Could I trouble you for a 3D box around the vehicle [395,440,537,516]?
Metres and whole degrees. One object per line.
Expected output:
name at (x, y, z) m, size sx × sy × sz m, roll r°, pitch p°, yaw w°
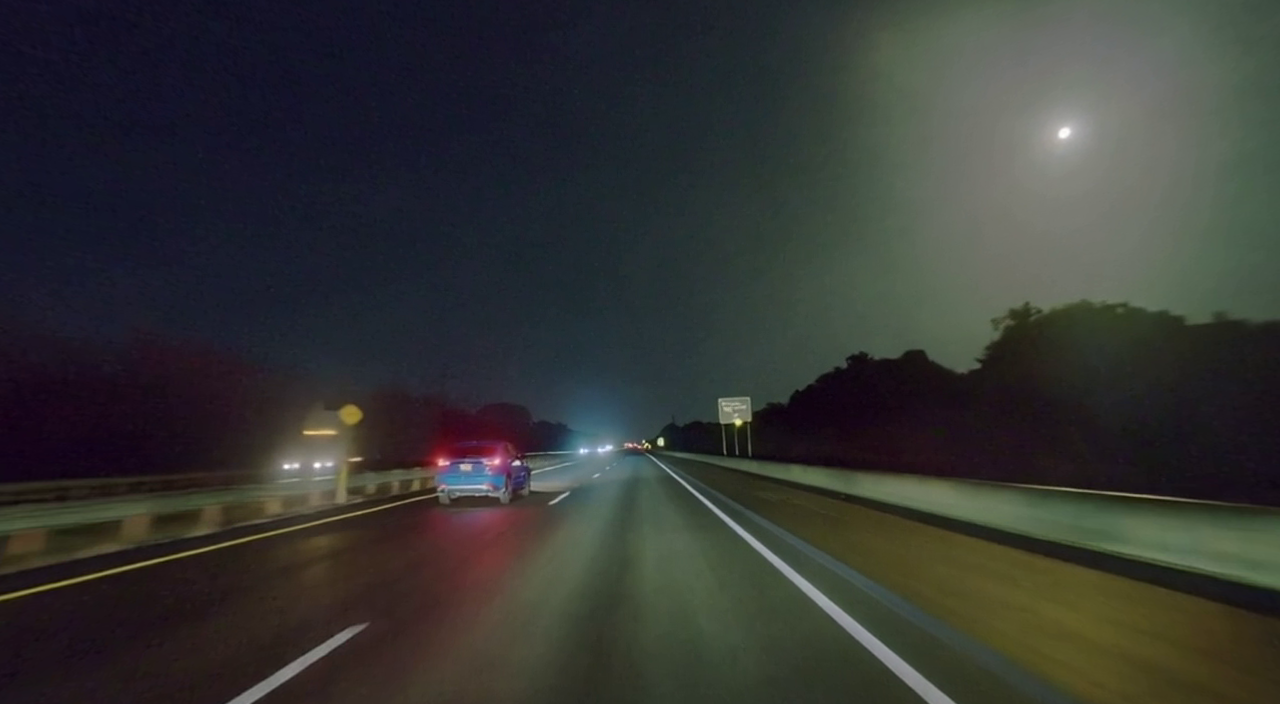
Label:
vehicle at (-4.029, 3.010, 15.556) m, size 2.118 × 1.562 × 4.541 m, roll 0°, pitch -9°, yaw 1°
